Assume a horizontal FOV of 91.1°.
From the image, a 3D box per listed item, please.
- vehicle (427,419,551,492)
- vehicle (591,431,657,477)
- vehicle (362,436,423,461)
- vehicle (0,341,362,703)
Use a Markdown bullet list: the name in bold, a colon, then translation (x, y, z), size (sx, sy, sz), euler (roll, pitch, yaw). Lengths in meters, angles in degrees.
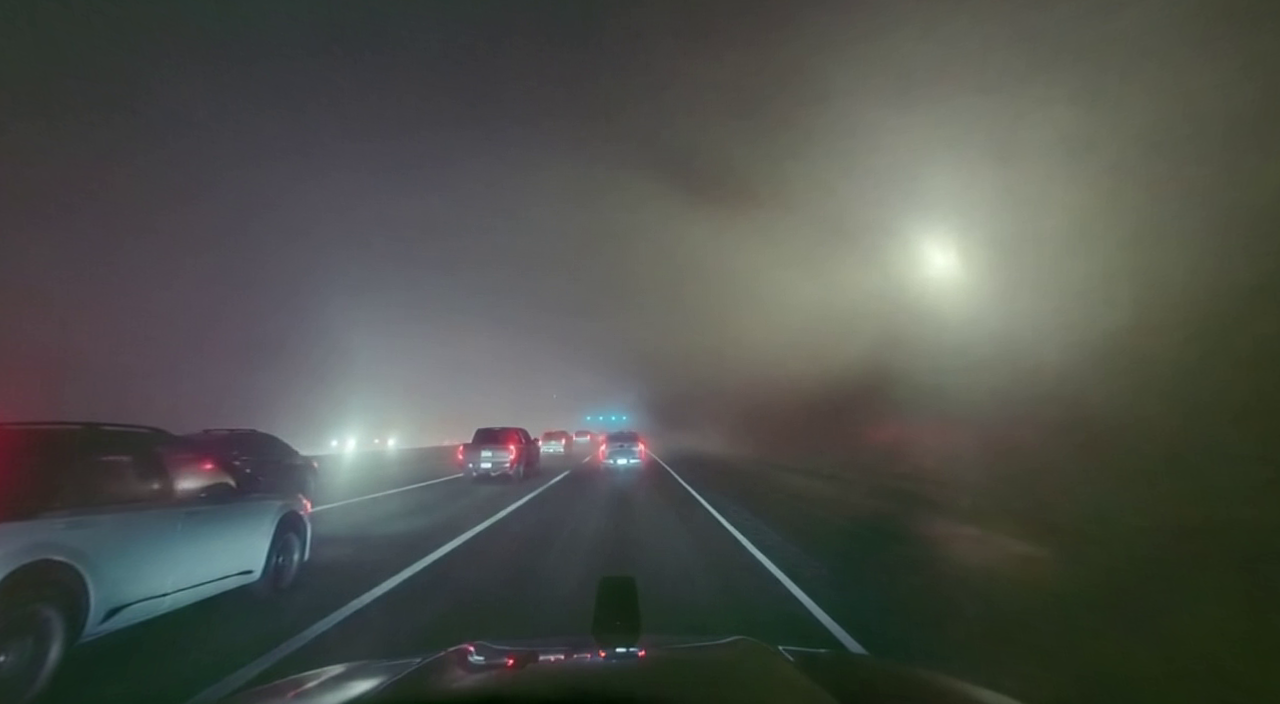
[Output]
- **vehicle**: translation (-3.853, 2.736, 17.020), size (2.154, 1.690, 4.595), euler (0, -8, 1)
- **vehicle**: translation (-0.529, 3.492, 21.865), size (2.070, 1.452, 3.834), euler (0, -8, -1)
- **vehicle**: translation (-15.776, 6.149, 40.400), size (2.037, 1.505, 4.644), euler (0, -8, 0)
- **vehicle**: translation (-3.877, 1.008, 4.181), size (2.107, 1.703, 4.274), euler (0, -8, 0)
